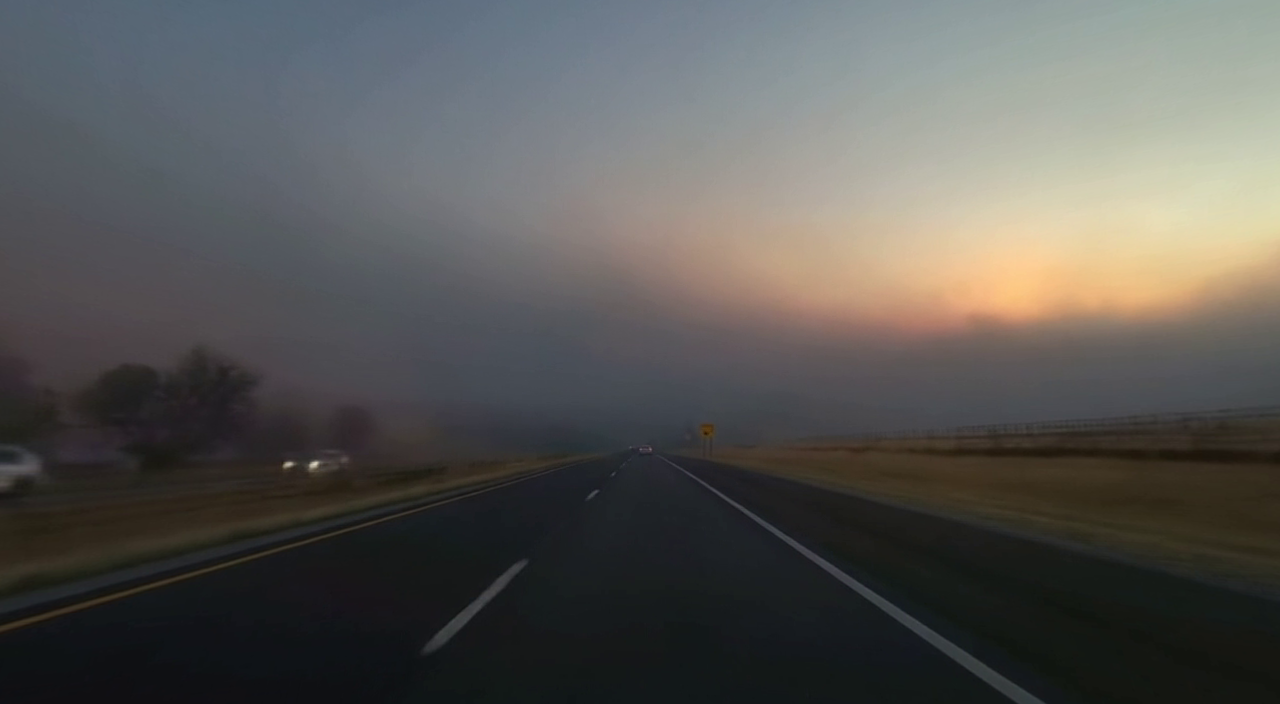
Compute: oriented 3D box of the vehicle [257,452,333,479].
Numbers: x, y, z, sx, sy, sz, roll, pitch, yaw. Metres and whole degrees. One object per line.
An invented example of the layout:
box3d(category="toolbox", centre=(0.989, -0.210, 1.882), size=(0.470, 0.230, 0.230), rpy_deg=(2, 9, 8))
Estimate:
box3d(category="vehicle", centre=(-20.518, 6.741, 37.748), size=(1.851, 1.476, 4.698), rpy_deg=(0, -8, 0))
